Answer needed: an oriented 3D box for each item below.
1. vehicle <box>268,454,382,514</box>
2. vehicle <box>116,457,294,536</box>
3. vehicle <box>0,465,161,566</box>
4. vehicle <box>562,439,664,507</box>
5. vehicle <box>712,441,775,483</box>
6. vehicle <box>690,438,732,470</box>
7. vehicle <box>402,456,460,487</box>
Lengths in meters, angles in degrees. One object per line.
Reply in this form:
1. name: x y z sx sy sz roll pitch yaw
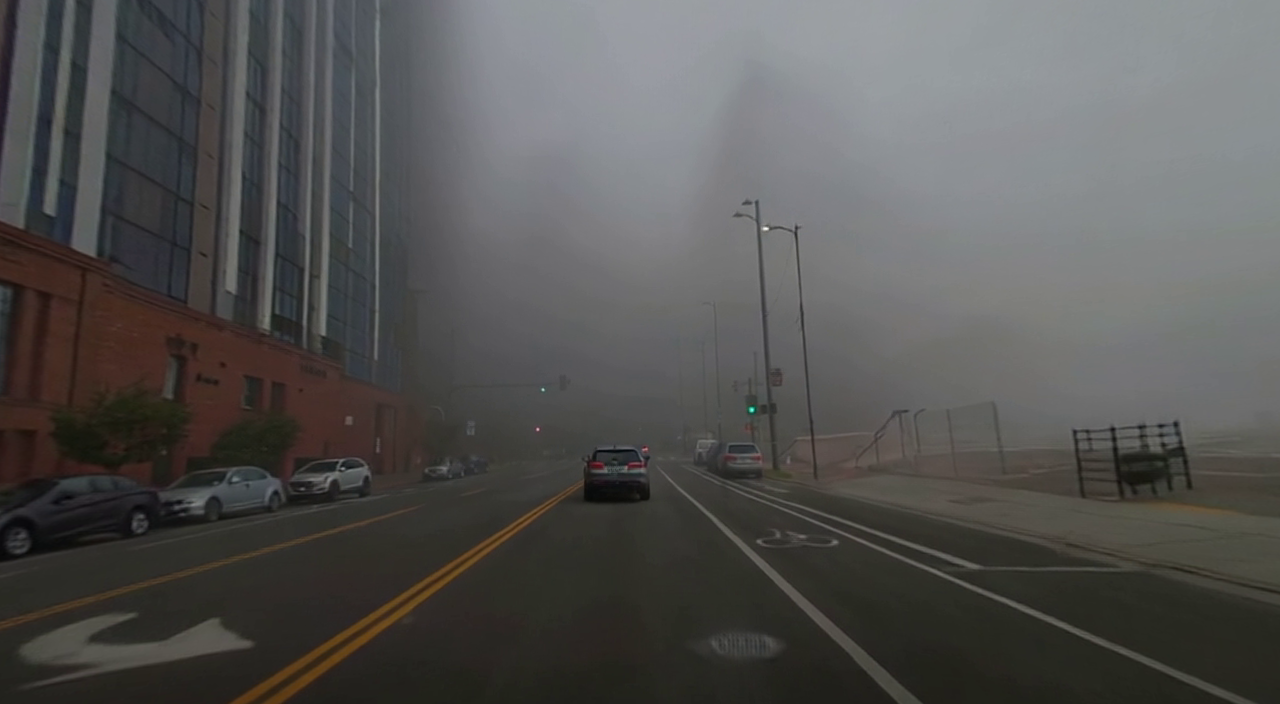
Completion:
1. vehicle: -12.000 4.996 24.445 2.090 1.784 4.832 -4 -8 -2
2. vehicle: -12.156 3.993 18.125 1.945 1.712 4.648 -5 -8 -2
3. vehicle: -12.041 3.182 12.493 1.976 1.577 4.091 -4 -8 -1
4. vehicle: -0.613 2.999 16.079 2.269 1.479 3.980 0 -9 -1
5. vehicle: 4.420 4.743 27.561 1.924 1.645 4.528 -1 -9 0
6. vehicle: 4.443 6.511 40.365 1.972 1.822 4.889 -3 -9 -1
7. vehicle: -12.267 7.018 37.357 1.968 1.469 4.523 -3 -8 -1
